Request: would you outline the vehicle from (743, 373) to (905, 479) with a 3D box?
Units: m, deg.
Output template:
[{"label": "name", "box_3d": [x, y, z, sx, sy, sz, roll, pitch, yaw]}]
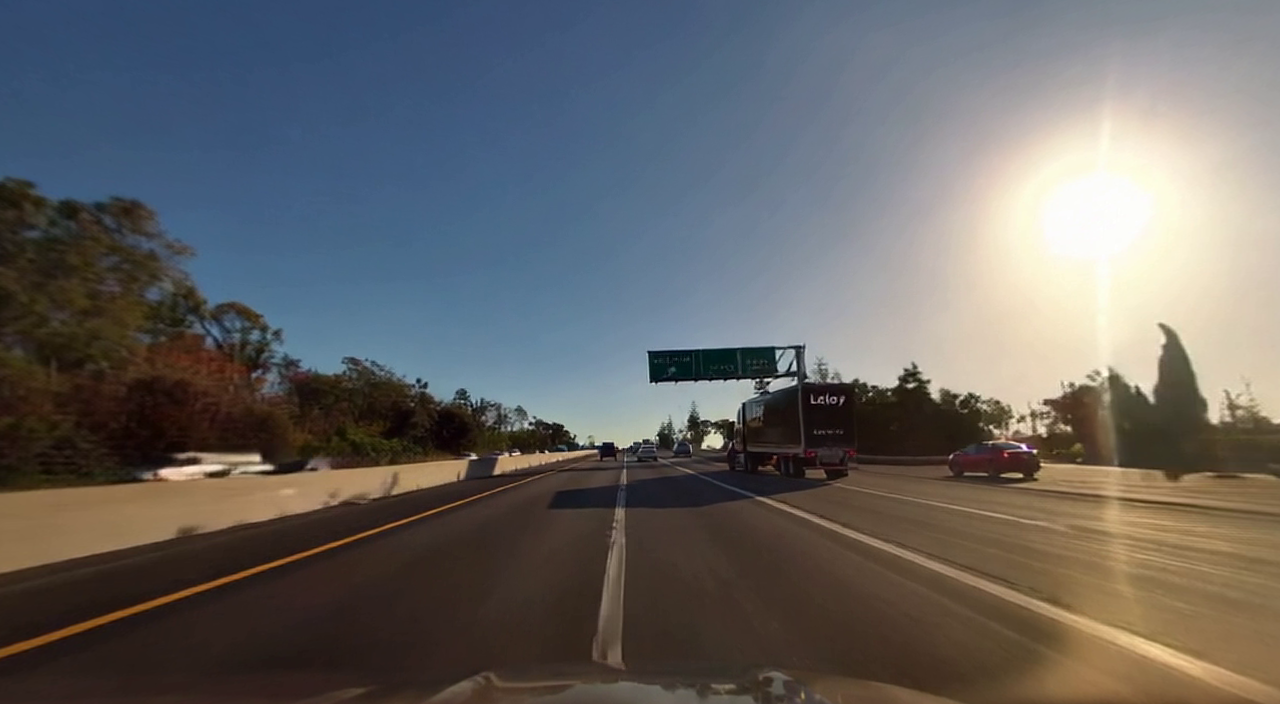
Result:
[{"label": "vehicle", "box_3d": [8.486, 4.089, 32.818, 2.892, 4.128, 16.495, 0, -9, -2]}]

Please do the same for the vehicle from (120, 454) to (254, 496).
[{"label": "vehicle", "box_3d": [-22.496, 6.082, 31.838, 2.343, 1.836, 6.191, 0, -9, -2]}]

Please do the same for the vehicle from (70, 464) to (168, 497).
[{"label": "vehicle", "box_3d": [-33.355, 8.204, 40.676, 2.005, 1.824, 4.923, -1, -9, 2]}]

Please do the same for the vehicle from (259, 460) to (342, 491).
[{"label": "vehicle", "box_3d": [-18.234, 6.623, 34.219, 1.996, 1.446, 4.592, 0, -9, -1]}]

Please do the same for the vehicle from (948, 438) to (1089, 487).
[{"label": "vehicle", "box_3d": [12.490, 3.651, 21.238, 1.862, 1.462, 4.459, 0, -9, -2]}]
